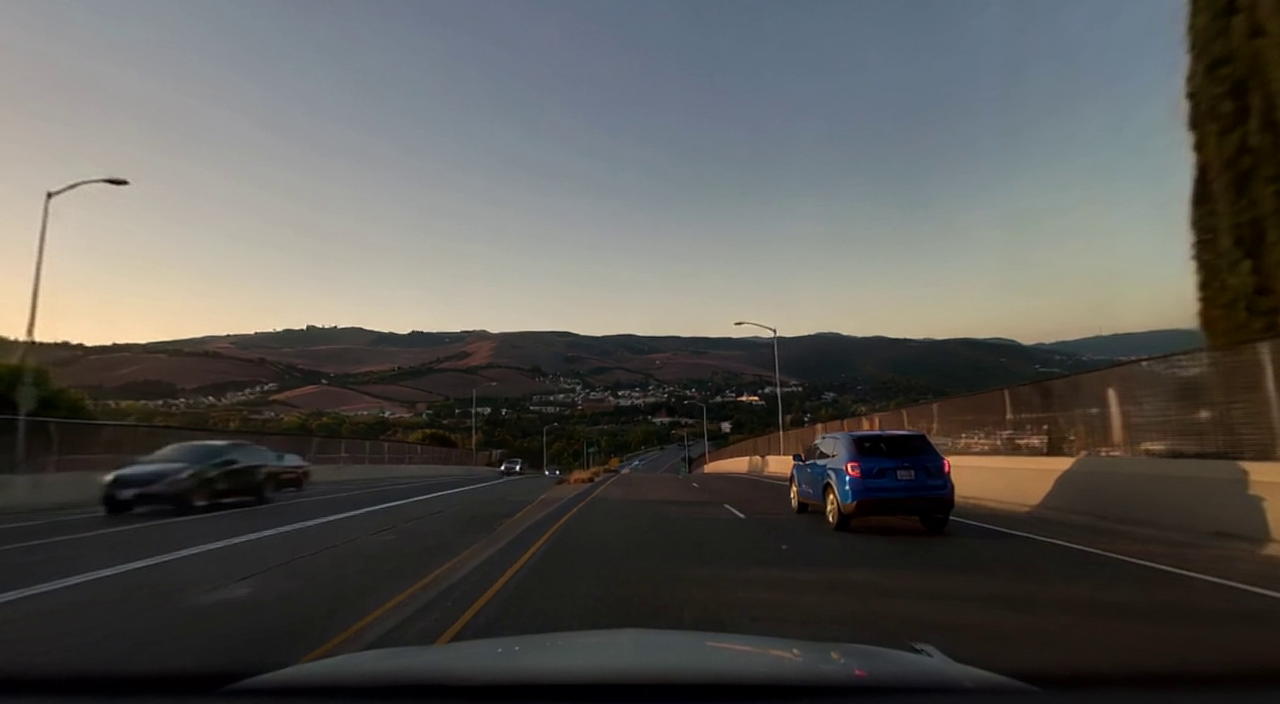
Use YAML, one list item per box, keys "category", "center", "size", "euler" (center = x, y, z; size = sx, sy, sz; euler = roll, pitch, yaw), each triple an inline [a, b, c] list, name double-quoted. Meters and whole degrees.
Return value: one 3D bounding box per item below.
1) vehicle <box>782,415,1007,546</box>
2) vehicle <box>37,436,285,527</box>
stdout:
- category: "vehicle"
  center: [3.921, 2.045, 10.703]
  size: [1.989, 1.730, 4.324]
  euler: [0, -8, 0]
- category: "vehicle"
  center: [-10.747, 2.888, 14.762]
  size: [2.144, 1.762, 4.604]
  euler: [0, -8, 1]
